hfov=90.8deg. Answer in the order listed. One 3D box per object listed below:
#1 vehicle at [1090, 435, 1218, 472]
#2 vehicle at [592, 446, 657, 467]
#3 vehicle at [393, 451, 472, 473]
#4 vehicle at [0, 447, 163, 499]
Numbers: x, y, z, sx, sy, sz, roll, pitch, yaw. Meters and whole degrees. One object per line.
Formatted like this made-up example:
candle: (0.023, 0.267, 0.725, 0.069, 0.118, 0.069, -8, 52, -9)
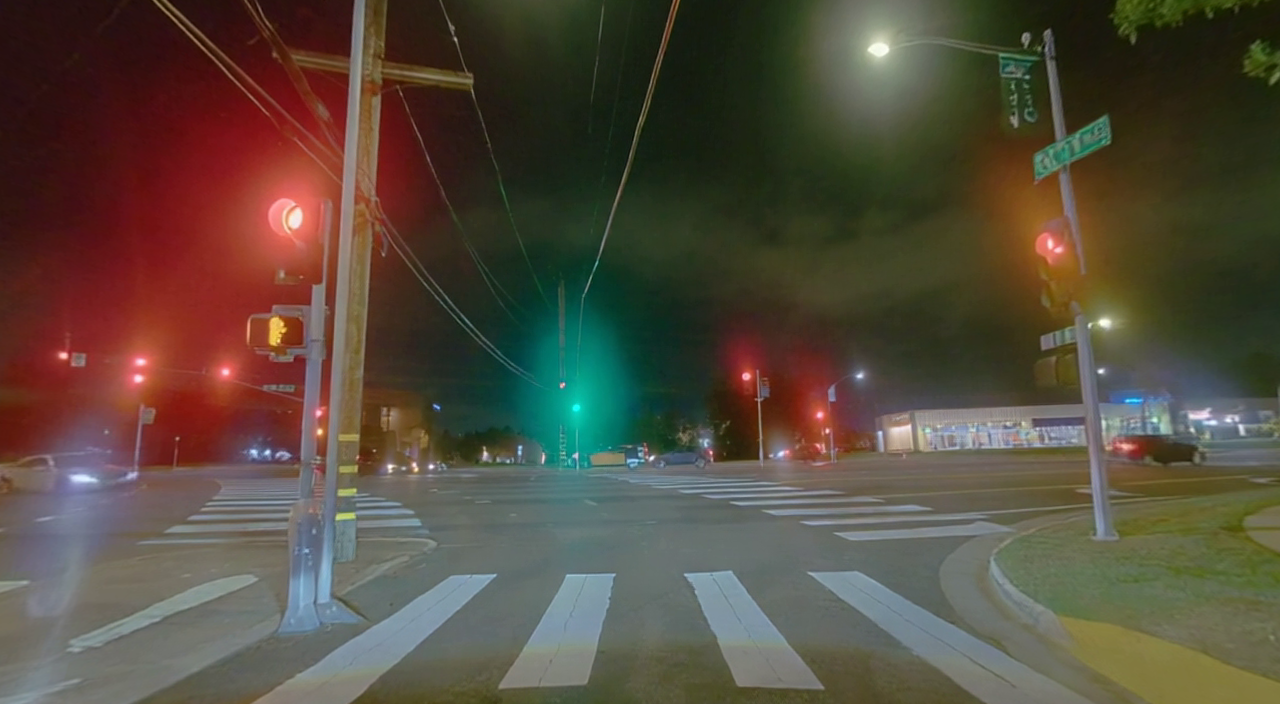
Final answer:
vehicle: (22.137, 4.335, 27.225, 4.700, 1.479, 2.095, 3, -9, -22)
vehicle: (-1.136, 7.542, 45.817, 4.391, 1.451, 1.717, 4, -9, -25)
vehicle: (-14.101, 7.445, 42.997, 4.837, 1.407, 1.818, 4, -9, -26)
vehicle: (-17.480, 3.673, 19.587, 4.799, 1.438, 1.899, -3, -9, 21)
